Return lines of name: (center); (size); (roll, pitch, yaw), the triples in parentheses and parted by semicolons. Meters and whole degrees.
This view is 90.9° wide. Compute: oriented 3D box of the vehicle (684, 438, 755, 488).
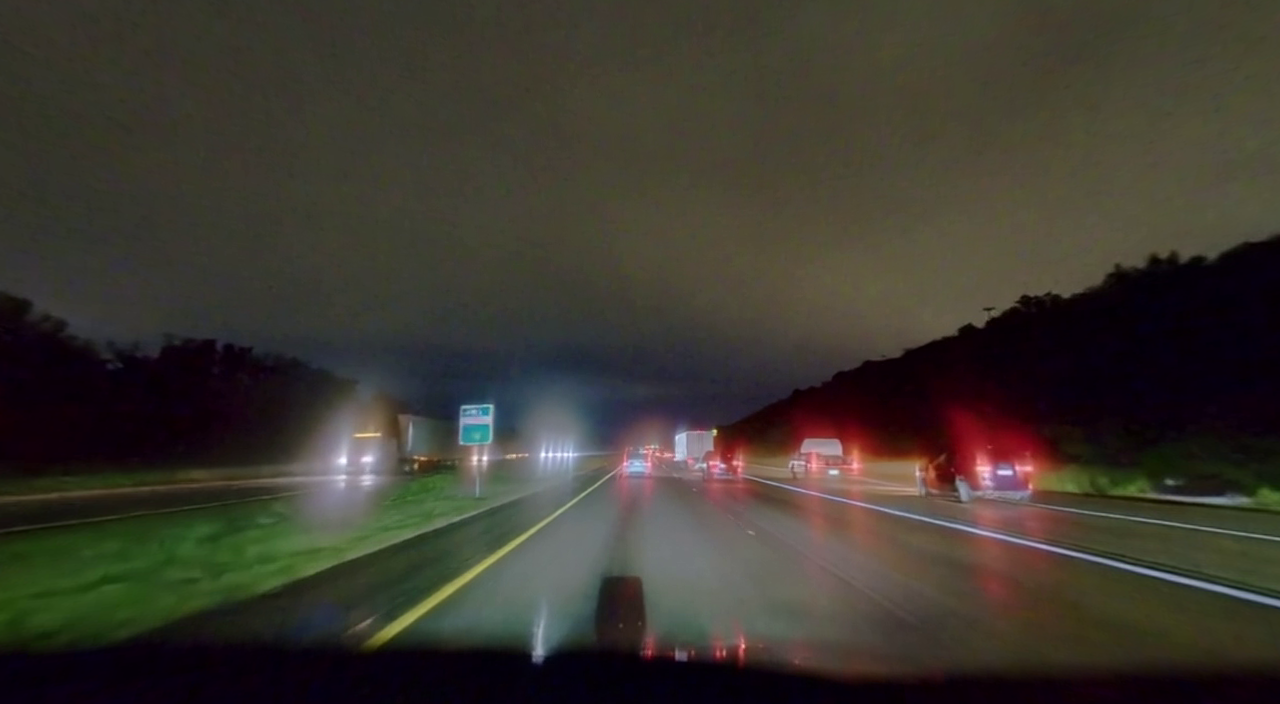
vehicle: (2.901, 4.173, 23.951); (2.048, 1.704, 4.284); (0, -9, -1)

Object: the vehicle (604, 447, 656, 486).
vehicle: (-0.402, 4.569, 25.442); (1.970, 1.441, 3.846); (0, -9, -1)

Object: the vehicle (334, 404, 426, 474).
vehicle: (-15.869, 5.412, 38.963); (2.979, 3.999, 5.923); (0, -9, 1)
